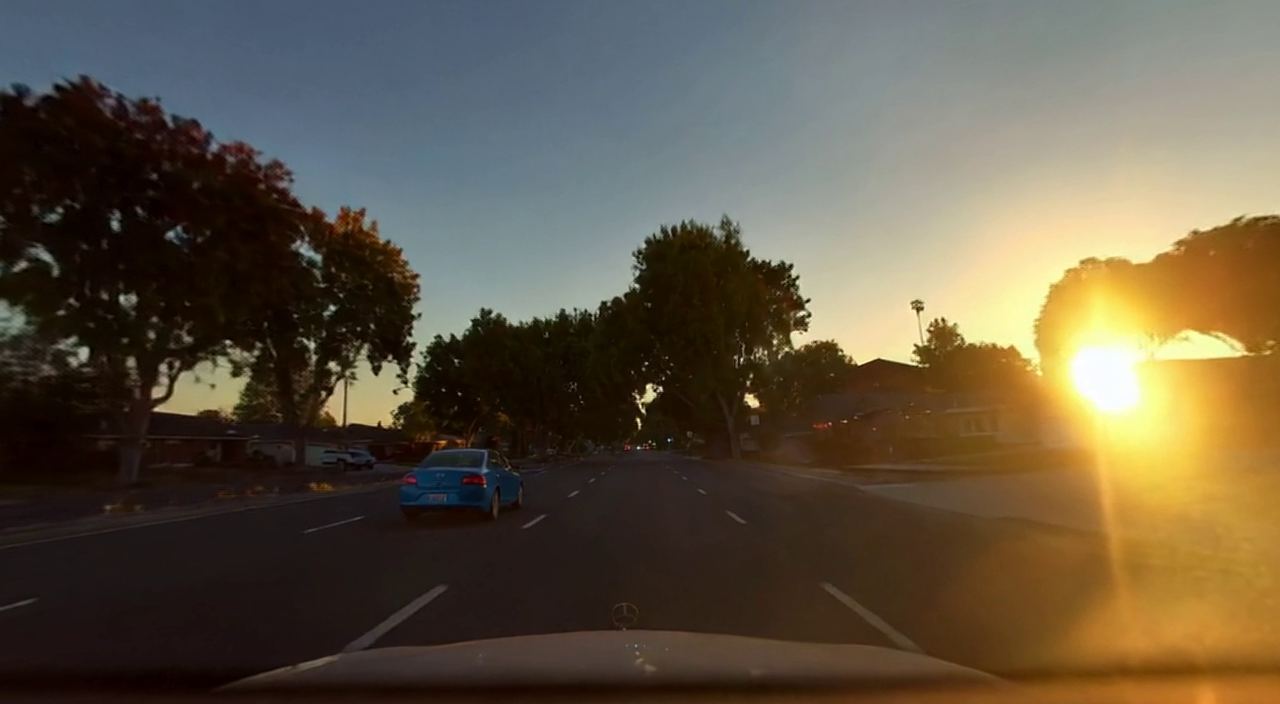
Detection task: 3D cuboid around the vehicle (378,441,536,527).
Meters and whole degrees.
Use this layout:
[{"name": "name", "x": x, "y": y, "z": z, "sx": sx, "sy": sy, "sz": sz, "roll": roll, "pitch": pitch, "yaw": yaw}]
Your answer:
[{"name": "vehicle", "x": -3.501, "y": 2.592, "z": 13.038, "sx": 2.005, "sy": 1.477, "sz": 4.169, "roll": 0, "pitch": -8, "yaw": 0}]
